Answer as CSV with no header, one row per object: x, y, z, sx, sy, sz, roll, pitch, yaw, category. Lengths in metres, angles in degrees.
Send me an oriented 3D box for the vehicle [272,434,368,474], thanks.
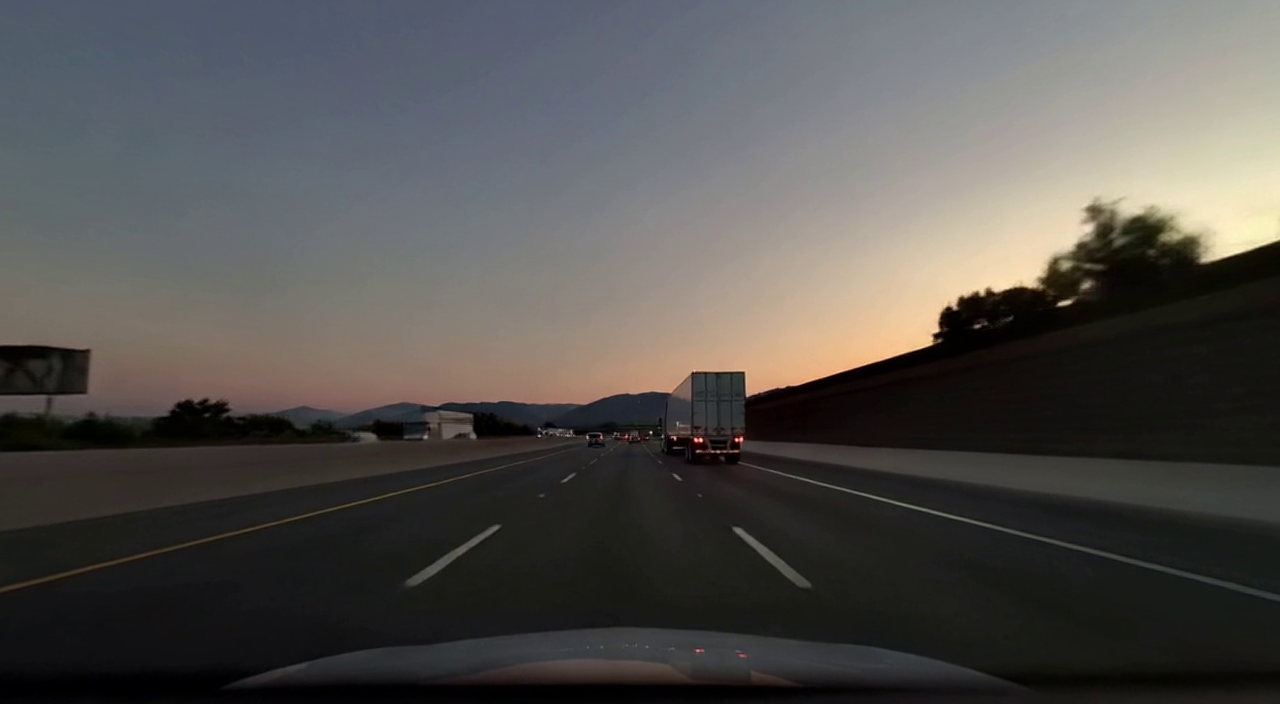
-14.259,4.530,28.350,1.945,1.643,4.614,0,-8,-1,vehicle

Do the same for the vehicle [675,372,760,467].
3.484,3.399,30.669,2.859,3.981,8.596,0,-8,-1,vehicle
